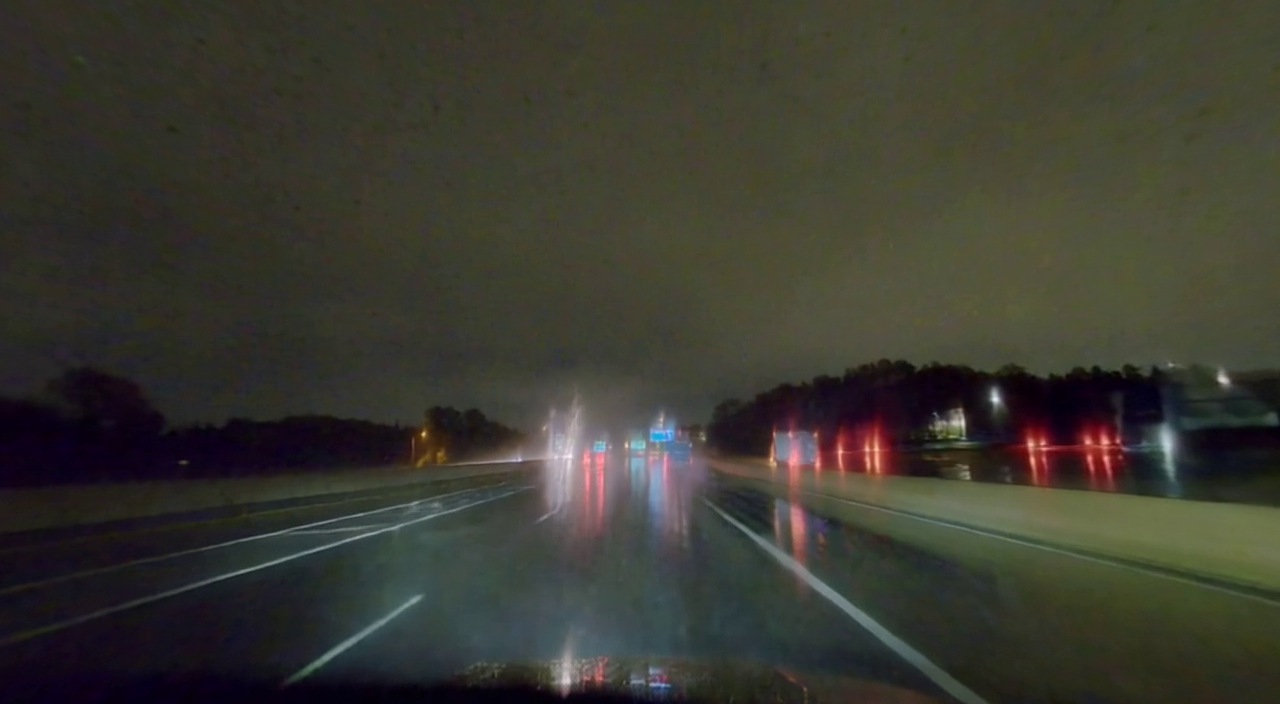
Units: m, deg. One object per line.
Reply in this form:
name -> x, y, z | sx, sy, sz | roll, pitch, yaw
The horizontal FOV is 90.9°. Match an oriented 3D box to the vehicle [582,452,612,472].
vehicle -> -3.321, 8.645, 49.639 | 2.041, 1.512, 3.996 | 0, -9, 0
